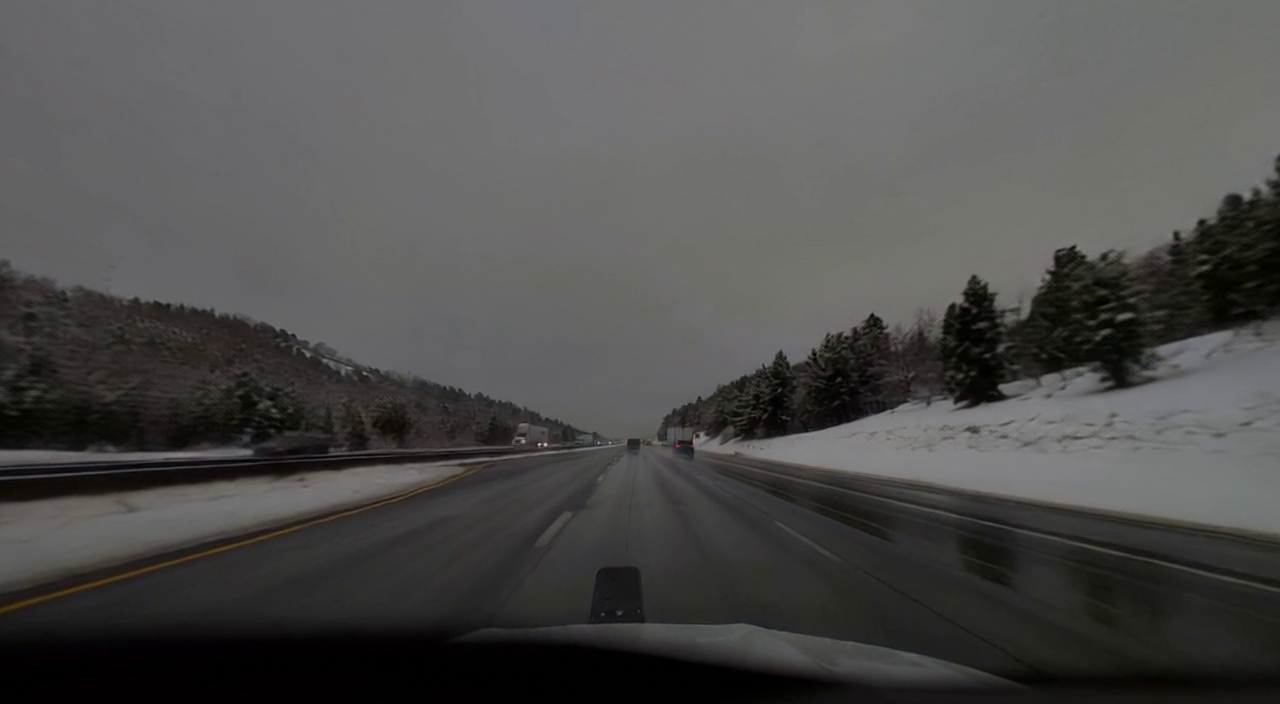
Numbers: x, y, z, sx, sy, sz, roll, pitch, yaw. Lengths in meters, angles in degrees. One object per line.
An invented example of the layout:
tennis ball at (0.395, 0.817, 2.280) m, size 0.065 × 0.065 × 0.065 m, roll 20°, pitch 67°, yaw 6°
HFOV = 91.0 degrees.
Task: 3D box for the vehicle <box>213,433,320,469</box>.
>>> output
vehicle at (-16.737, 4.476, 28.524) m, size 1.924 × 1.479 × 4.684 m, roll 0°, pitch -8°, yaw 0°
